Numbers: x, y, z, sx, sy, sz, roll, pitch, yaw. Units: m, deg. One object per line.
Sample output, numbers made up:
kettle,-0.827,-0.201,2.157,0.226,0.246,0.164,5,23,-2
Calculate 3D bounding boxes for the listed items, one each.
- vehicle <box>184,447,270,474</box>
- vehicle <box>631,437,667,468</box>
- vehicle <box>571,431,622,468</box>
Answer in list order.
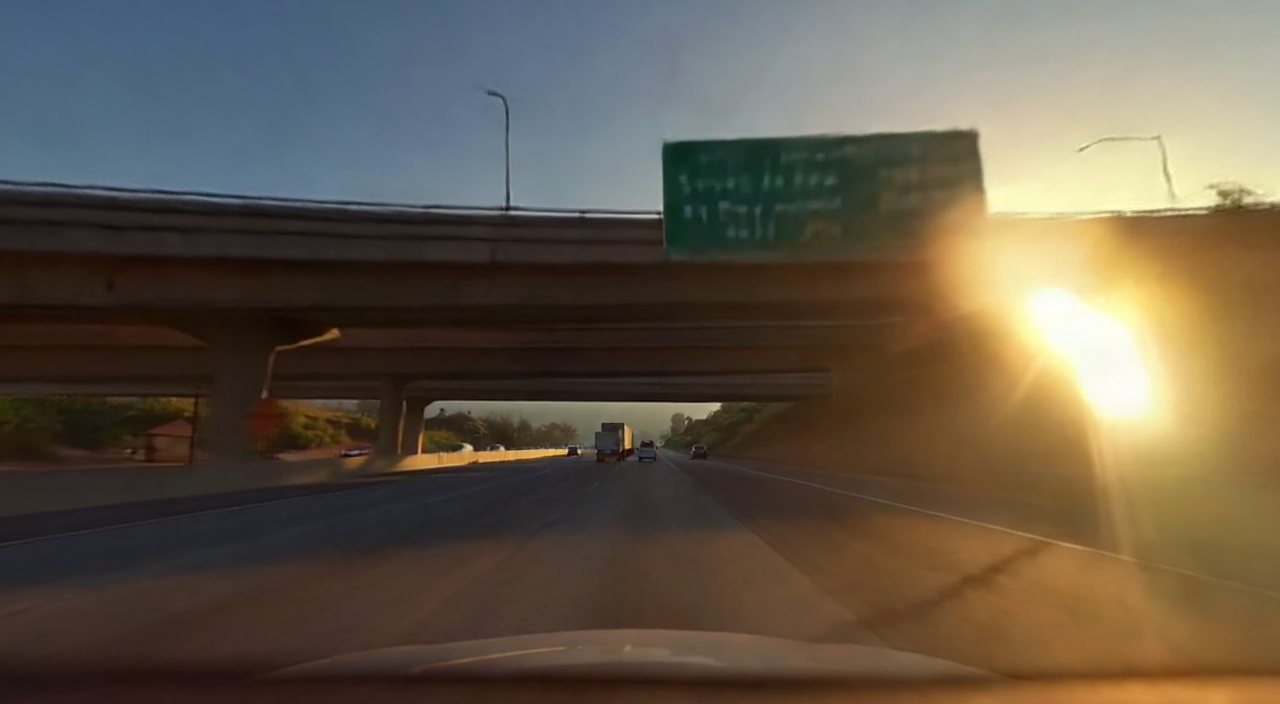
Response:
vehicle,-24.434,6.407,37.553,1.892,1.476,4.689,0,-8,1
vehicle,0.620,6.922,43.682,2.309,2.023,5.130,0,-8,0
vehicle,-3.087,7.569,49.671,2.854,2.379,16.653,-1,-8,0
